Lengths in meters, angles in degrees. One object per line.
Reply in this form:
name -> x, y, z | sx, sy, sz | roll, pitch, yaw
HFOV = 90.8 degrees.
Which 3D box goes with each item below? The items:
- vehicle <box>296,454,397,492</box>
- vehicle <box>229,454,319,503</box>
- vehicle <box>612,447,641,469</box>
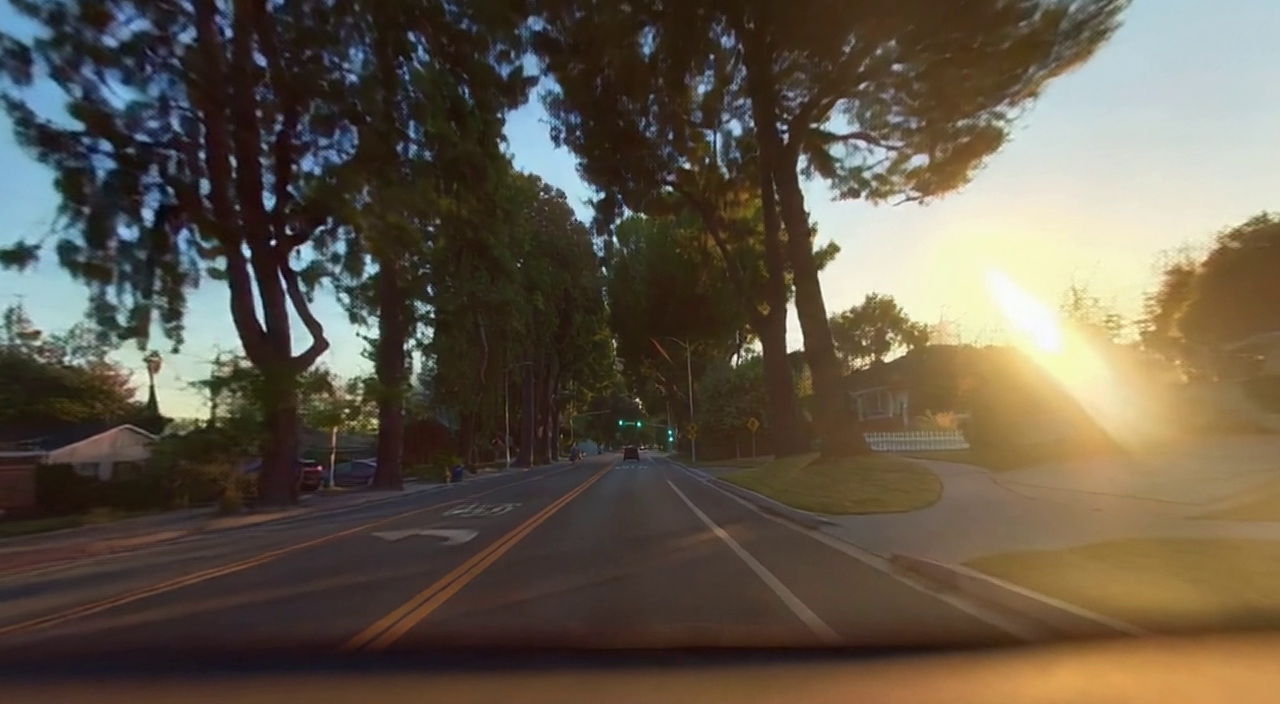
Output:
vehicle -> -16.159, 6.666, 35.049 | 2.043, 1.803, 4.631 | -12, -13, 37
vehicle -> -16.671, 5.720, 29.157 | 2.378, 1.922, 5.801 | 1, -9, -18
vehicle -> -0.995, 7.893, 47.151 | 2.104, 1.500, 3.815 | 0, -9, -1
